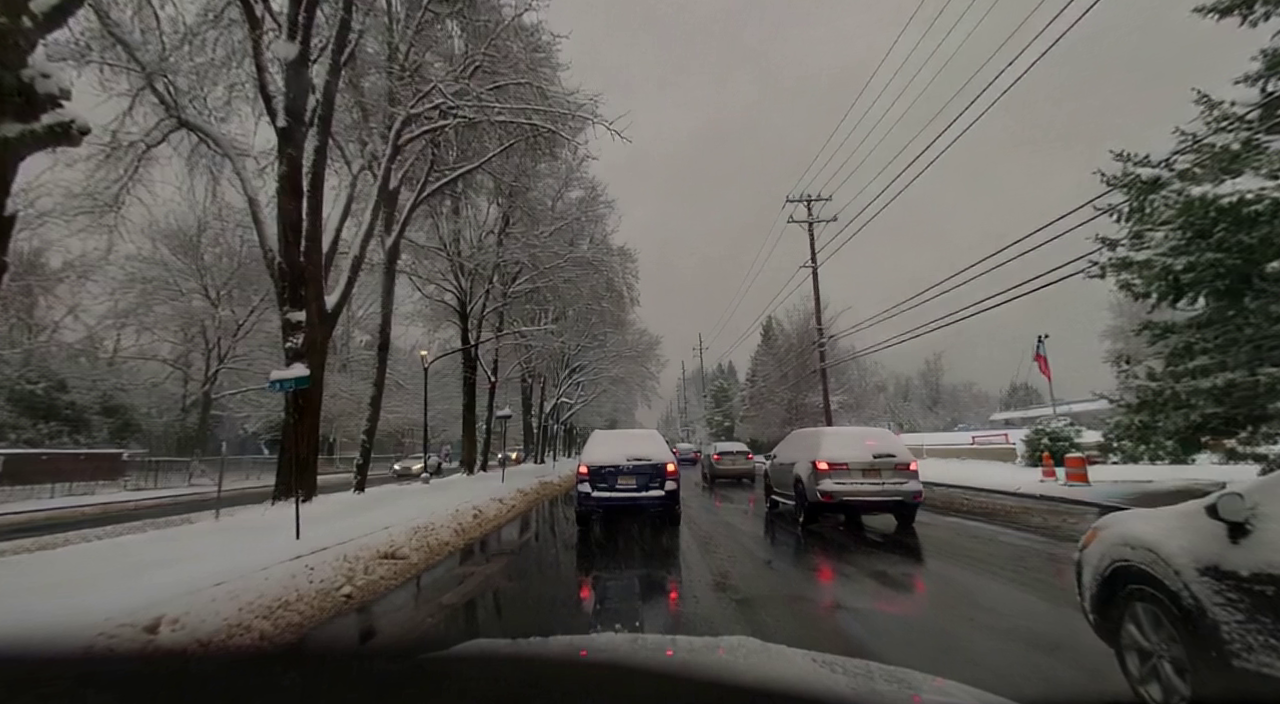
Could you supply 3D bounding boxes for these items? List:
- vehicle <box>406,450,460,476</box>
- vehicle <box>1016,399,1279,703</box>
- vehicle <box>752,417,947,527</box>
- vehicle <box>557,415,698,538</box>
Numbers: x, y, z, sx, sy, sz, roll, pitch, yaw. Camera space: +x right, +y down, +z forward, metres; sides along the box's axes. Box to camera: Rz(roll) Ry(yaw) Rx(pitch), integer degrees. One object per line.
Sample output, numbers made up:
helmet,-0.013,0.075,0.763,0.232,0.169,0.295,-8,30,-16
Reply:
vehicle,-12.434,6.665,38.190,1.836,1.451,4.456,-1,-8,-1
vehicle,3.443,0.807,1.746,1.977,1.460,4.565,-1,-8,0
vehicle,3.796,2.276,12.543,2.116,1.726,4.672,0,-8,-2
vehicle,-0.233,2.098,11.216,2.050,1.745,3.915,0,-8,-1
